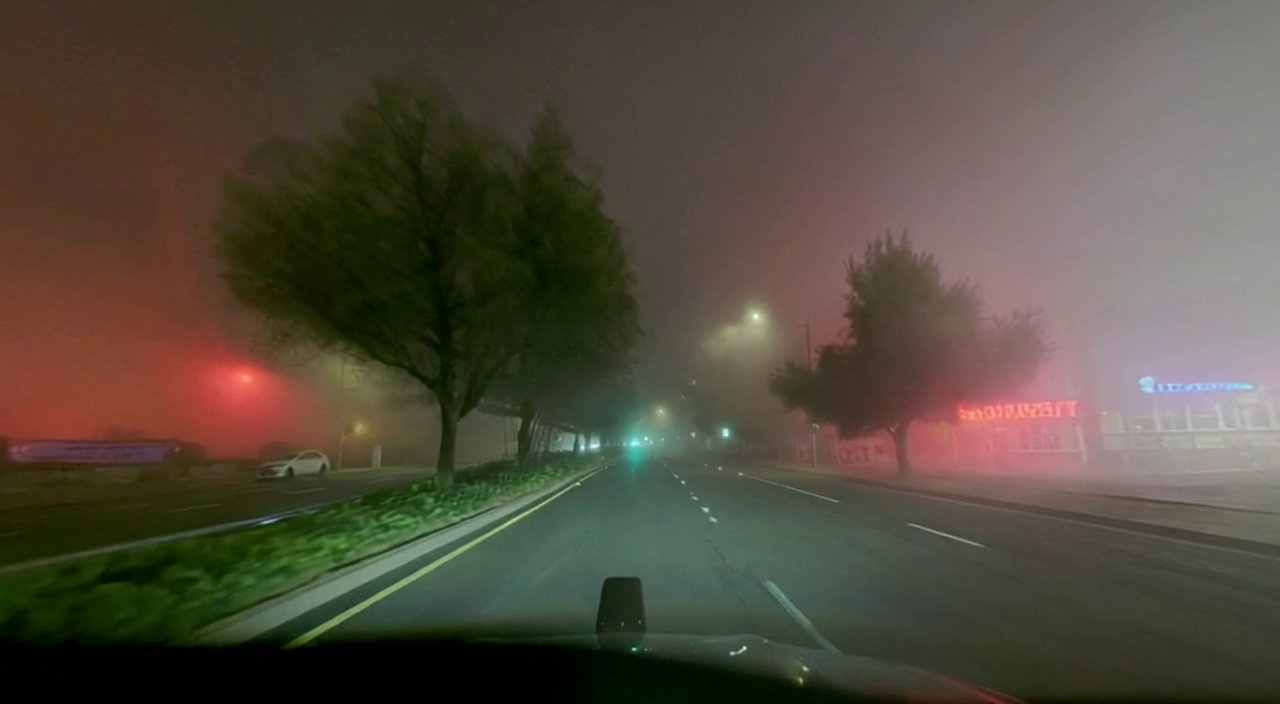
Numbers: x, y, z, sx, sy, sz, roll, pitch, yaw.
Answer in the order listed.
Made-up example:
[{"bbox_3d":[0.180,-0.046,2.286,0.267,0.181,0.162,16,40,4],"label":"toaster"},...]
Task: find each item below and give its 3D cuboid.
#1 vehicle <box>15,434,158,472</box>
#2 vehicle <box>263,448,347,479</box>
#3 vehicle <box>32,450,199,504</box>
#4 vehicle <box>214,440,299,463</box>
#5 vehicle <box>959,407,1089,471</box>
[{"bbox_3d":[-26.661,4.866,30.402,4.667,1.728,2.276,0,-8,-3],"label":"vehicle"},{"bbox_3d":[-19.013,6.301,35.897,2.071,1.595,4.822,0,-9,1],"label":"vehicle"},{"bbox_3d":[-18.927,4.486,23.043,2.012,1.560,4.782,-1,-7,0],"label":"vehicle"},{"bbox_3d":[-27.655,7.190,45.383,4.643,1.614,2.169,0,-9,1],"label":"vehicle"},{"bbox_3d":[21.836,5.065,36.291,2.977,3.311,6.892,0,-9,-1],"label":"vehicle"}]
